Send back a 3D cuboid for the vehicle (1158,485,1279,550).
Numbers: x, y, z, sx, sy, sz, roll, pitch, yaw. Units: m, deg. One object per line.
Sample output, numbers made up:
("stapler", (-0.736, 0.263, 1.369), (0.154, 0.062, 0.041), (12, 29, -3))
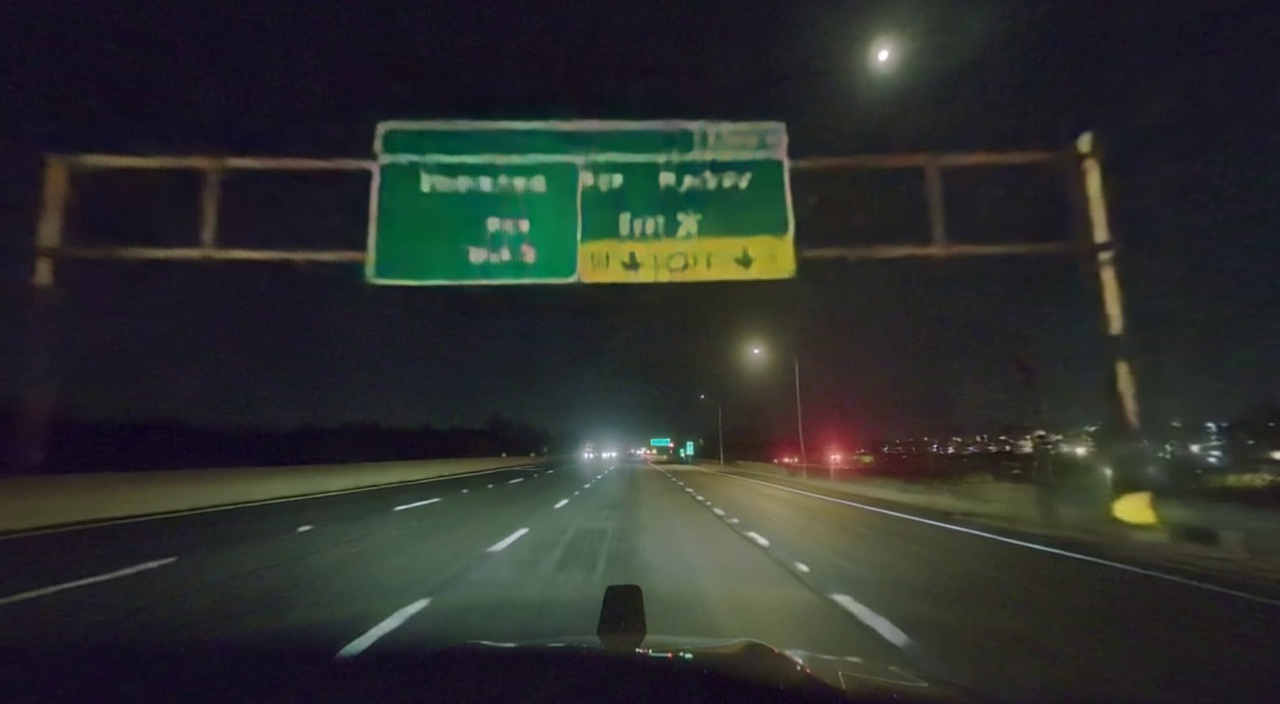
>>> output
("vehicle", (48.638, 12.838, 48.644), (2.934, 4.267, 13.828), (3, -9, -16))
